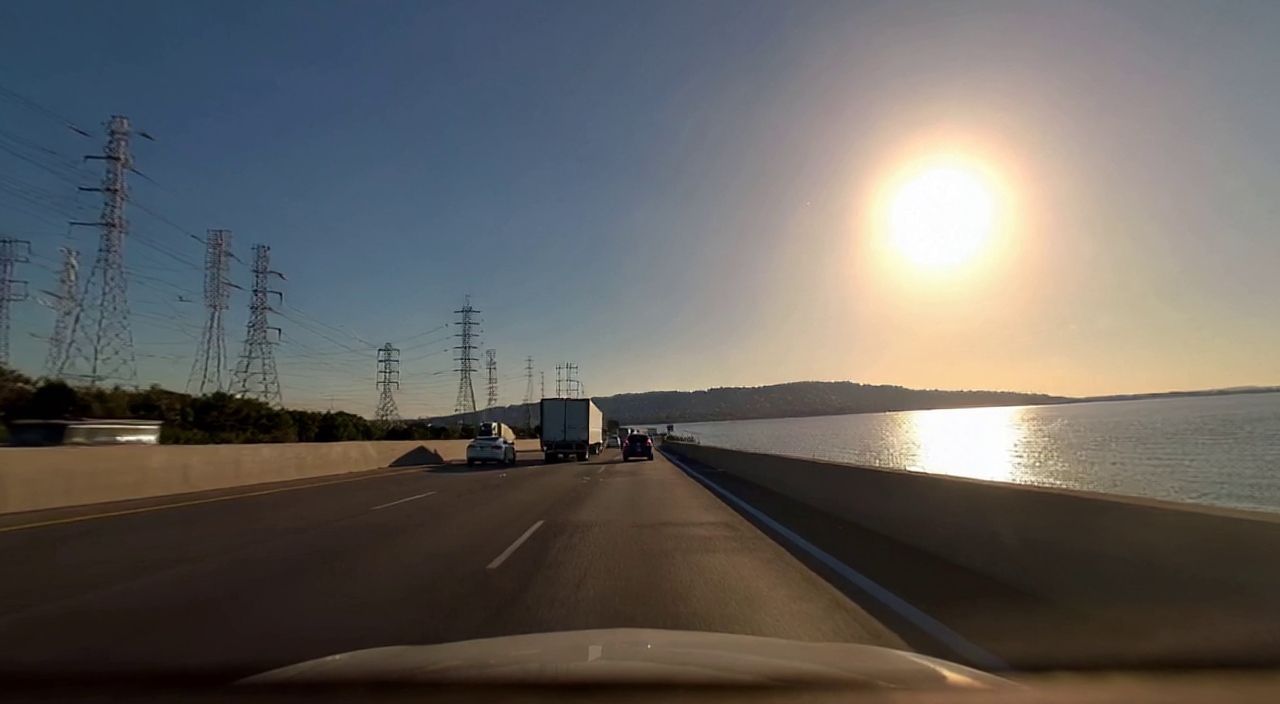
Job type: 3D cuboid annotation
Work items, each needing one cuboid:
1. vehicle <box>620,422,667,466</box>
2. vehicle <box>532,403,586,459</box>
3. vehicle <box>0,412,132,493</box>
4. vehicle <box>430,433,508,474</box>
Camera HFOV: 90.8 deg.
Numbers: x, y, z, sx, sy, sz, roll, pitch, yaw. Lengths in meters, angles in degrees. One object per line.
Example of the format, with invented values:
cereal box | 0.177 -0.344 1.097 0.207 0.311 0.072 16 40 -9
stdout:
vehicle | 0.172 4.950 33.890 2.358 2.144 4.713 0 -8 0
vehicle | -3.733 3.695 29.499 2.178 2.522 2.054 0 -8 1
vehicle | -15.679 2.477 15.649 2.059 1.820 4.860 0 -8 0
vehicle | -7.023 4.214 26.461 2.004 1.545 4.513 0 -8 0
